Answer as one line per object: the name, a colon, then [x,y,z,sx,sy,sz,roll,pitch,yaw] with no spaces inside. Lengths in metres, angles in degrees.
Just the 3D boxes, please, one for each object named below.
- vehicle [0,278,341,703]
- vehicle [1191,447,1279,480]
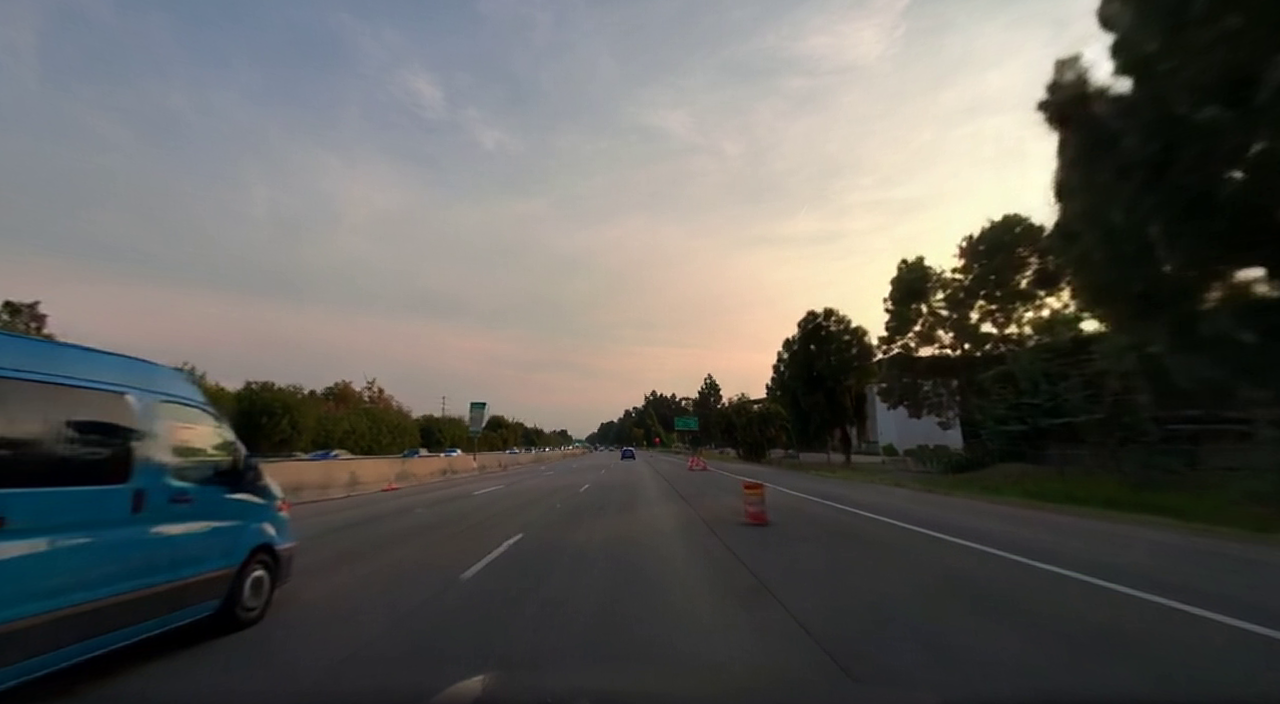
vehicle: [-3.669,0.804,3.279,2.046,1.982,4.465,0,-9,-1]
vehicle: [29.901,5.449,31.007,3.810,1.500,1.922,0,-8,0]
